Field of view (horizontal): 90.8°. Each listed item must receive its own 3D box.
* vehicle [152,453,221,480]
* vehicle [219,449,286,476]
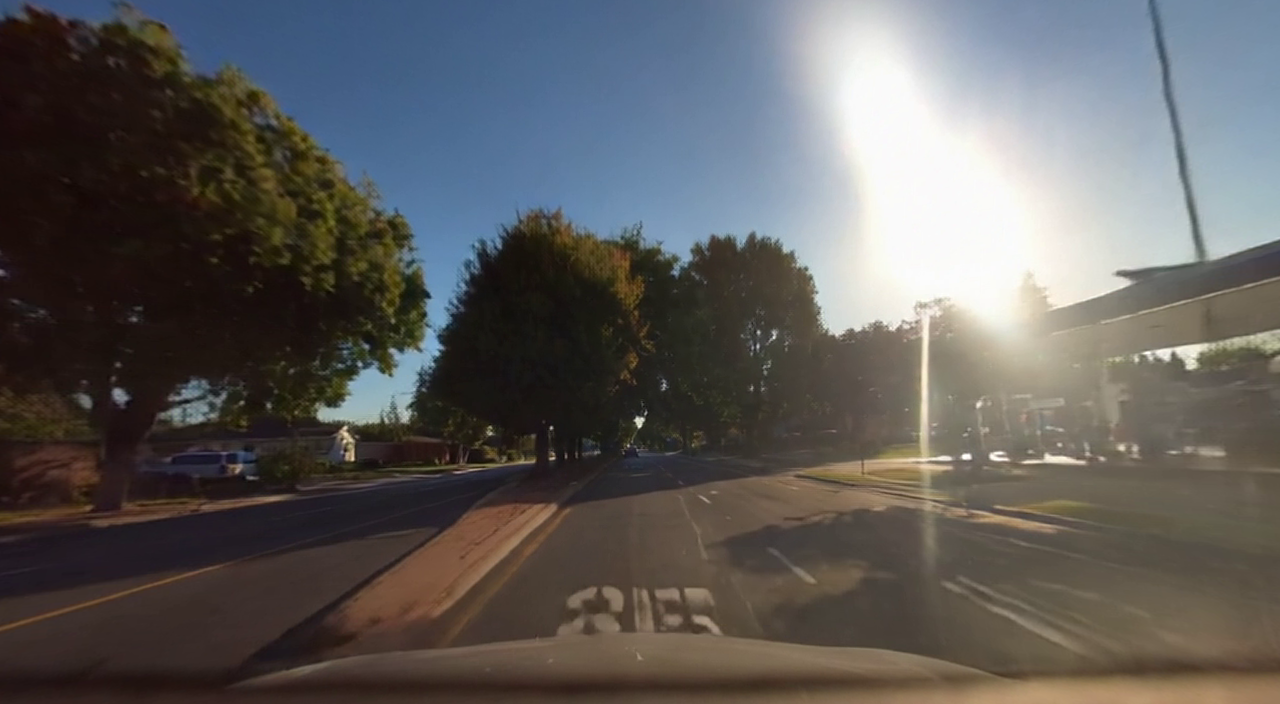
[{"bbox_3d":[-30.194,7.623,42.204,1.881,1.444,4.046,-3,-7,-5],"label":"vehicle"},{"bbox_3d":[-25.322,7.205,41.422,1.760,1.598,3.881,-1,-9,2],"label":"vehicle"}]
